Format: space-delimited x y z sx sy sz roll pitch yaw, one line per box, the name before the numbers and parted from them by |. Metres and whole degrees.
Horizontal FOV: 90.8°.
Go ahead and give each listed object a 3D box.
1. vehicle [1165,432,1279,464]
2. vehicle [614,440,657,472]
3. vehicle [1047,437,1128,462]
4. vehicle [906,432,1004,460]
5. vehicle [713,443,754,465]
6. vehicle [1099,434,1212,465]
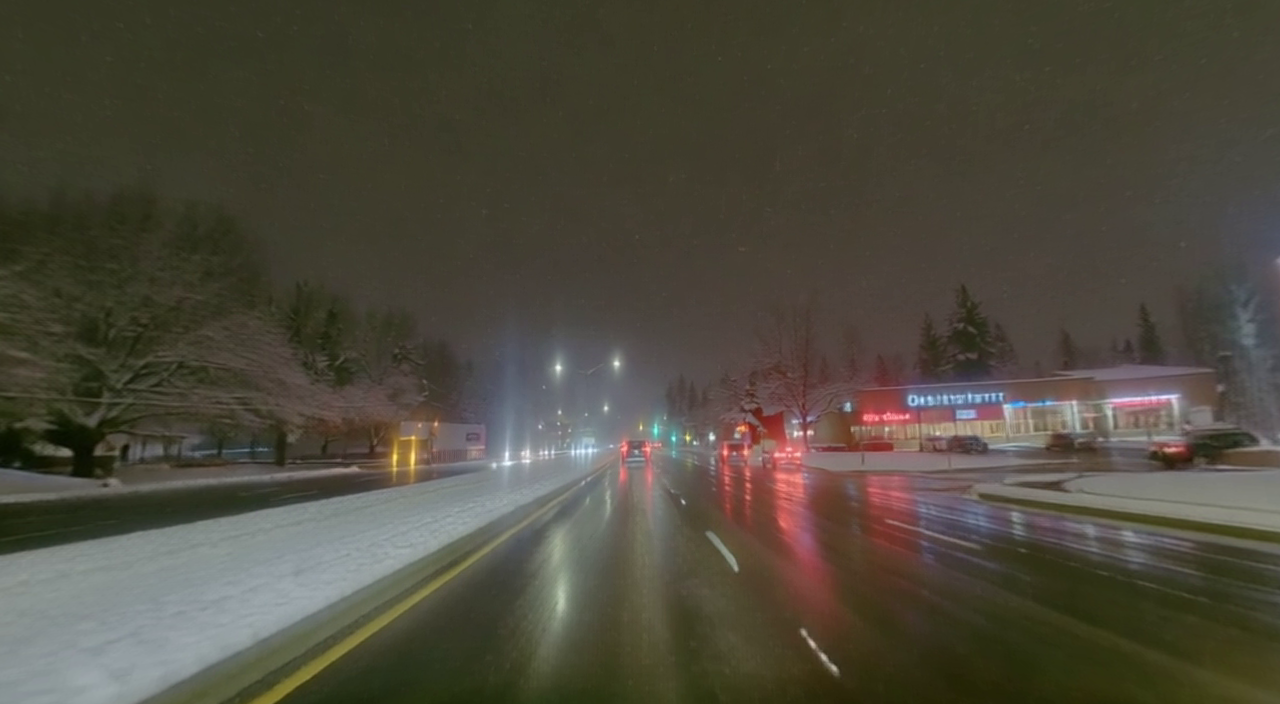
vehicle | 29.529 4.900 32.146 1.805 1.481 4.351 -1 -9 -1
vehicle | -0.304 5.352 32.746 2.072 1.545 4.578 0 -8 -2
vehicle | 26.894 5.869 38.147 1.761 1.409 4.353 0 -9 1
vehicle | 23.212 6.984 46.785 5.909 1.970 2.365 0 -8 1
vehicle | 6.745 7.437 46.163 2.075 1.475 4.571 0 -8 -3
vehicle | 26.754 5.088 33.056 1.840 1.446 4.820 -1 -8 0
